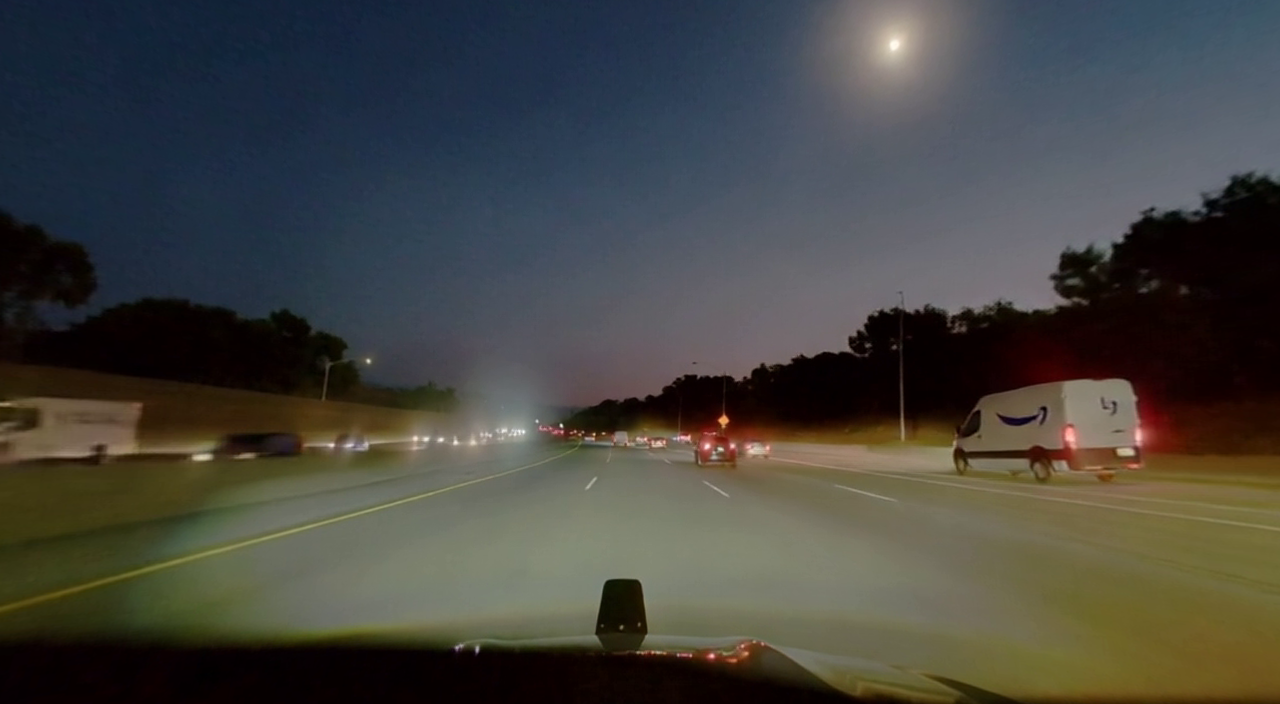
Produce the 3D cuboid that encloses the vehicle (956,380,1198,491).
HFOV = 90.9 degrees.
[{"bbox_3d":[12.767,2.599,19.395,2.274,2.802,6.802,0,-8,-3],"label":"vehicle"}]

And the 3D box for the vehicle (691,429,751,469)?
[{"bbox_3d":[3.786,4.635,30.229,2.141,1.732,4.279,0,-8,-2],"label":"vehicle"}]

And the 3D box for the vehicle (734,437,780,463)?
[{"bbox_3d":[6.935,5.861,37.803,1.798,1.473,4.077,0,-8,-2],"label":"vehicle"}]

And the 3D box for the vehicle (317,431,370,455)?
[{"bbox_3d":[-22.151,6.859,47.295,1.915,1.683,4.596,0,-8,-2],"label":"vehicle"}]

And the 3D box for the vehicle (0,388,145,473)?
[{"bbox_3d":[-25.010,3.362,26.535,3.027,3.116,6.548,0,-8,-1],"label":"vehicle"}]

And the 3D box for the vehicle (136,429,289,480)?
[{"bbox_3d":[-13.790,3.330,20.762,1.859,1.472,4.558,0,-8,-1],"label":"vehicle"}]
